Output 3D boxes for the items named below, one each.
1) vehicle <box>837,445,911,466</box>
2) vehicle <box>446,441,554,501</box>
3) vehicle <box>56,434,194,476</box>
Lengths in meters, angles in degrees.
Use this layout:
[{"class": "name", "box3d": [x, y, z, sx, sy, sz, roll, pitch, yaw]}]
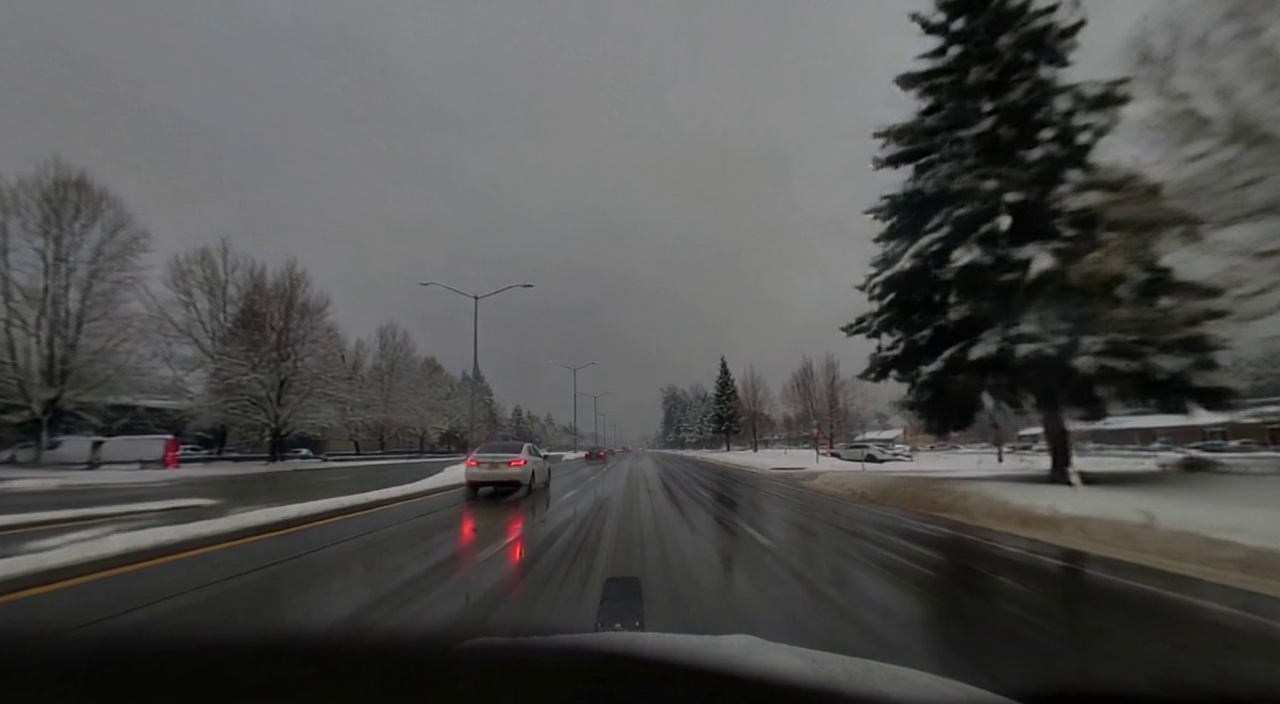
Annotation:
[{"class": "vehicle", "box3d": [16.163, 7.181, 43.795, 4.341, 1.412, 2.035, 0, -9, -2]}, {"class": "vehicle", "box3d": [-3.739, 3.258, 17.762, 2.003, 1.454, 4.484, 0, -9, 0]}, {"class": "vehicle", "box3d": [-34.205, 6.870, 42.125, 6.915, 2.687, 2.367, 0, -9, -1]}]
